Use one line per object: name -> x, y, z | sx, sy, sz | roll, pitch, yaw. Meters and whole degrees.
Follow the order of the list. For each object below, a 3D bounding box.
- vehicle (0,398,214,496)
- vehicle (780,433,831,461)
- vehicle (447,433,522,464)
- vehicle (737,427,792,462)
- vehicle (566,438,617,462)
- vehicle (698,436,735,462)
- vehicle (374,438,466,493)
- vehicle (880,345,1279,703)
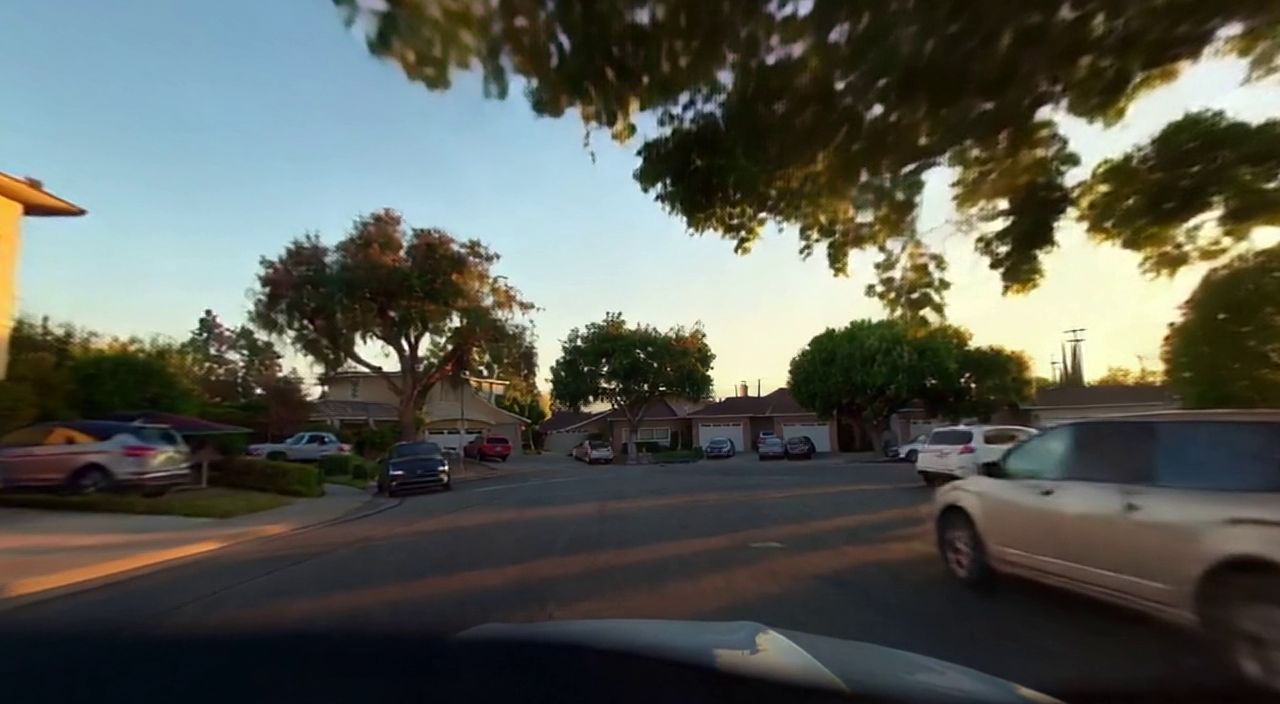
vehicle -> -11.708, 1.895, 12.611 | 4.886, 1.758, 2.055 | 0, -8, 1
vehicle -> 10.679, 6.171, 41.145 | 2.160, 1.695, 4.183 | 0, -8, 0
vehicle -> -9.852, 6.062, 39.775 | 2.305, 1.824, 5.096 | 8, -12, -43
vehicle -> 7.843, 5.918, 40.397 | 2.455, 2.018, 5.271 | 0, -8, 0
vehicle -> -3.294, 6.508, 42.145 | 1.932, 1.518, 4.343 | 4, -9, -26
vehicle -> 4.855, 6.229, 40.604 | 1.833, 1.540, 3.532 | 0, -8, -1
vehicle -> -6.957, 3.448, 19.623 | 2.236, 1.459, 4.832 | 3, -9, -24
vehicle -> 3.898, 1.144, 4.509 | 2.235, 1.829, 5.194 | 0, -8, -1
